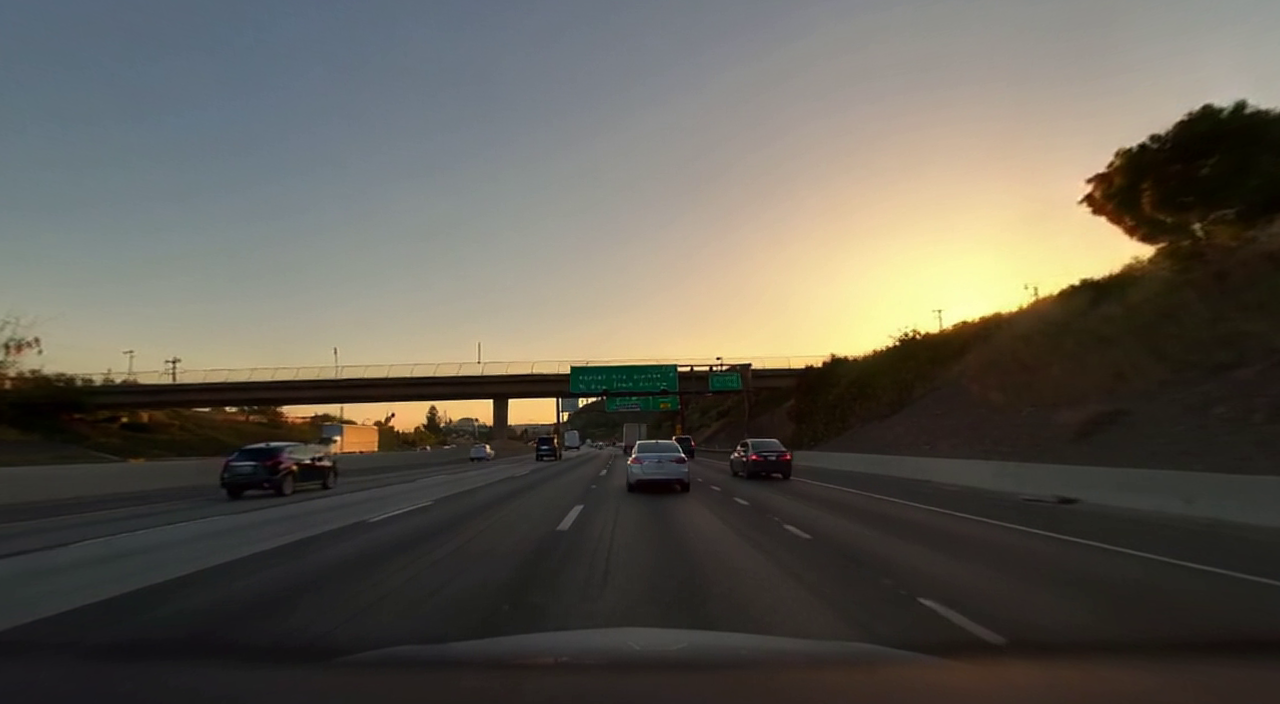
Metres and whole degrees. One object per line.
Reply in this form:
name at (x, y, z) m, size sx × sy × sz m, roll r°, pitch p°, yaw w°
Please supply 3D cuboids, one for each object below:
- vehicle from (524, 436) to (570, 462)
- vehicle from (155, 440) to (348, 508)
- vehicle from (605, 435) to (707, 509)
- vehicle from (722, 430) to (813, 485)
vehicle at (-6.989, 7.372, 47.989) m, size 2.486 × 1.856 × 6.310 m, roll 0°, pitch -8°, yaw 0°
vehicle at (-10.034, 3.153, 16.903) m, size 2.019 × 1.510 × 4.992 m, roll 0°, pitch -8°, yaw 0°
vehicle at (0.251, 2.724, 14.779) m, size 2.042 × 1.446 × 4.269 m, roll 0°, pitch -8°, yaw -2°
vehicle at (4.304, 3.634, 22.074) m, size 2.100 × 1.707 × 4.342 m, roll 0°, pitch -8°, yaw -3°
